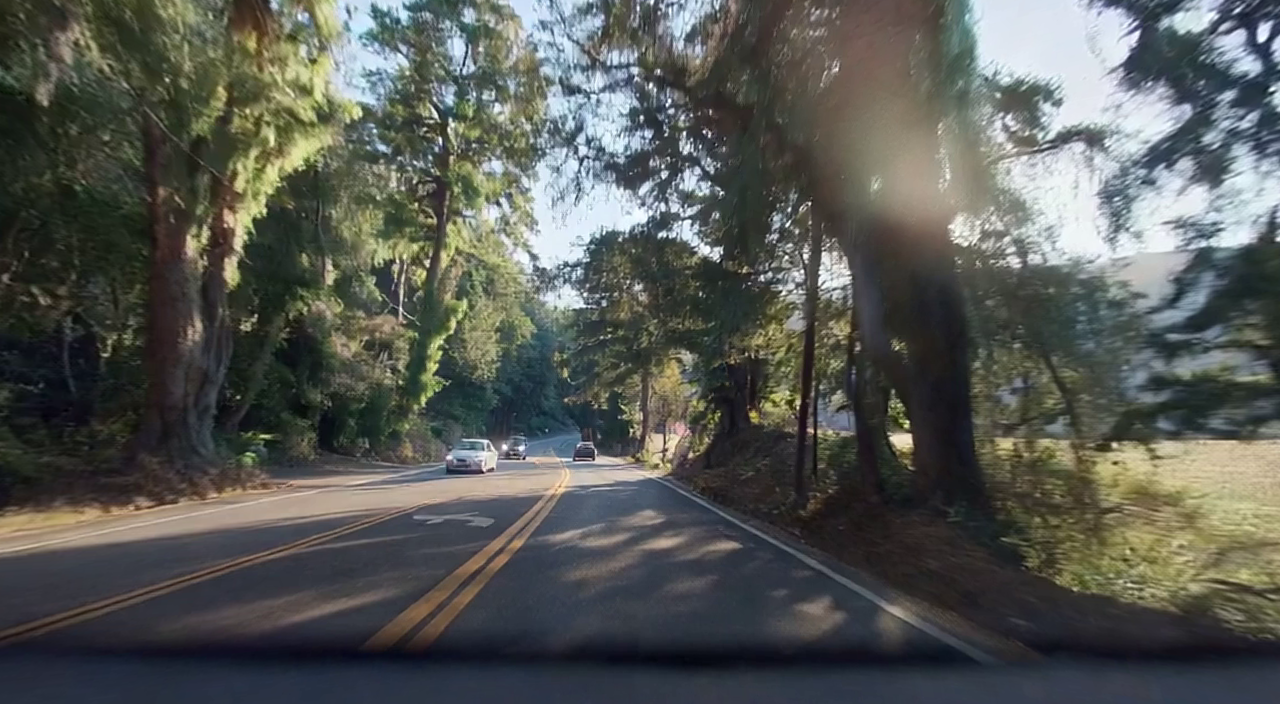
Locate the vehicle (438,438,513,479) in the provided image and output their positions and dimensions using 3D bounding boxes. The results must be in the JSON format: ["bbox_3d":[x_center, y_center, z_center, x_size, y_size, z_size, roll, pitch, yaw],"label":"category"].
[{"bbox_3d":[-6.601,4.298,25.818,2.139,1.498,4.453,0,-8,-4],"label":"vehicle"}]

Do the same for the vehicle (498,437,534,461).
[{"bbox_3d":[-9.725,7.659,49.905,2.318,1.754,4.328,1,-9,-6],"label":"vehicle"}]
